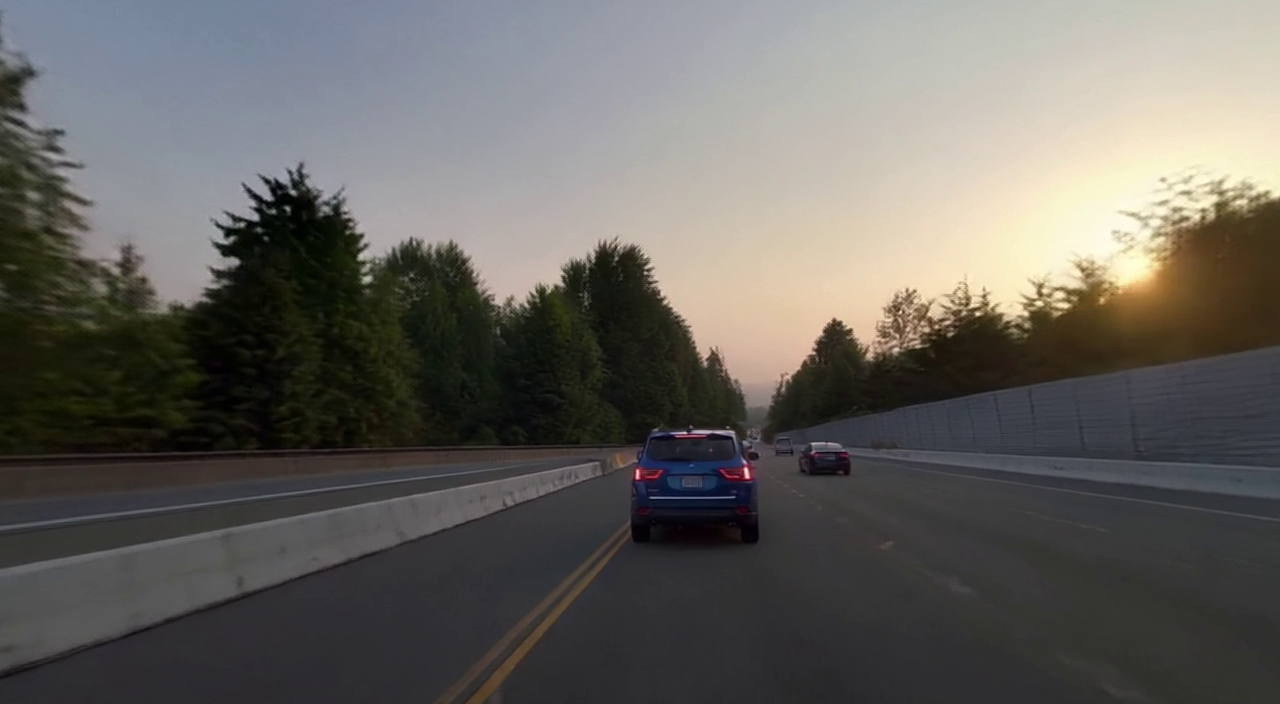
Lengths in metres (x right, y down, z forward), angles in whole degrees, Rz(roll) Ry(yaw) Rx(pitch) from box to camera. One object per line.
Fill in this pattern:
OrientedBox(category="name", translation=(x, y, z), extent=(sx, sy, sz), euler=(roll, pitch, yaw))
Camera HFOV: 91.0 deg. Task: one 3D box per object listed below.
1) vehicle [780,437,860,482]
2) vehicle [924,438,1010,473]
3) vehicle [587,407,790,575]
OrientedBox(category="vehicle", translation=(6.456, 3.883, 23.100), extent=(1.962, 1.442, 4.536), euler=(-1, -8, 5))
OrientedBox(category="vehicle", translation=(14.917, 4.724, 29.046), extent=(1.990, 1.478, 4.475), euler=(-1, -8, 7))
OrientedBox(category="vehicle", translation=(0.715, 1.682, 8.393), extent=(2.021, 1.635, 4.085), euler=(-1, -8, 7))
